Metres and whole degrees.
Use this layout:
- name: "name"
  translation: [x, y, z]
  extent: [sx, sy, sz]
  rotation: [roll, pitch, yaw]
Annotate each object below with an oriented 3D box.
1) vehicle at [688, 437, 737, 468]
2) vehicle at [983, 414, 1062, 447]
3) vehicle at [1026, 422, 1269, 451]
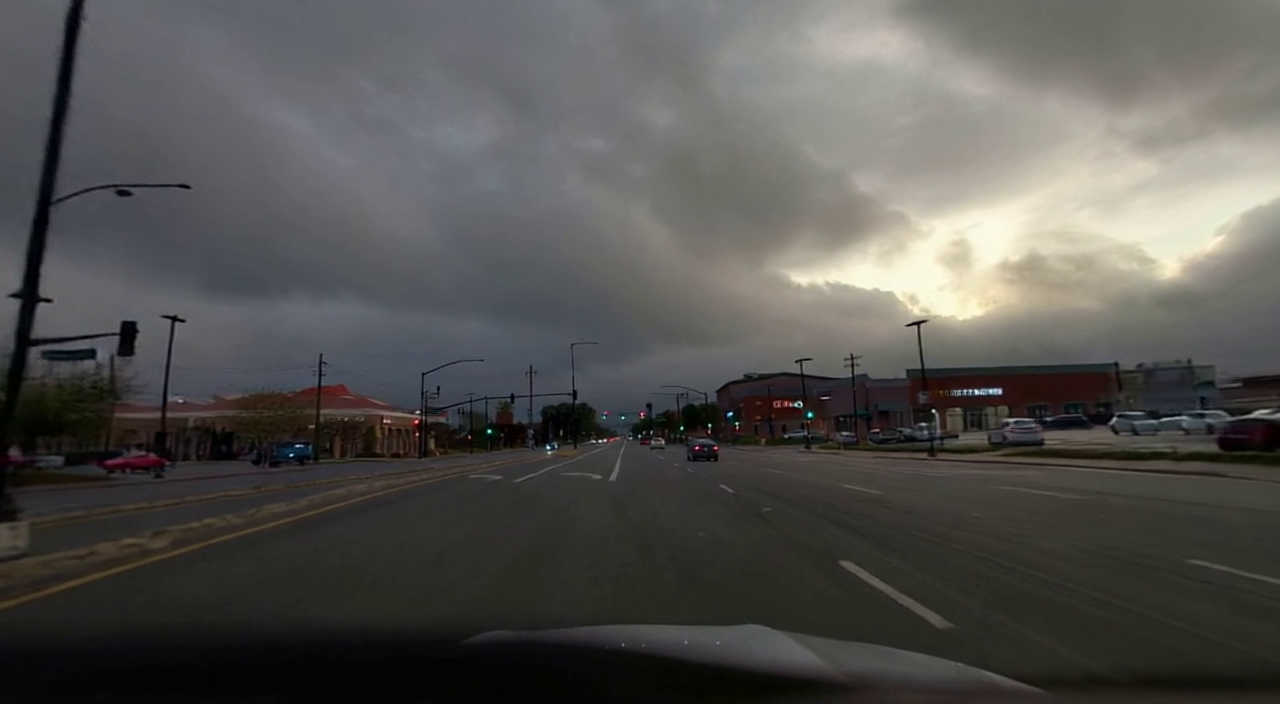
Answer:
- name: "vehicle"
  translation: [3.834, 5.373, 33.924]
  extent: [2.038, 1.528, 4.259]
  rotation: [0, -8, -1]
- name: "vehicle"
  translation: [25.529, 5.347, 42.354]
  extent: [2.340, 2.048, 6.148]
  rotation: [-2, -9, 10]
- name: "vehicle"
  translation: [26.143, 4.581, 33.659]
  extent: [2.870, 1.165, 10.713]
  rotation: [-1, -8, -11]
